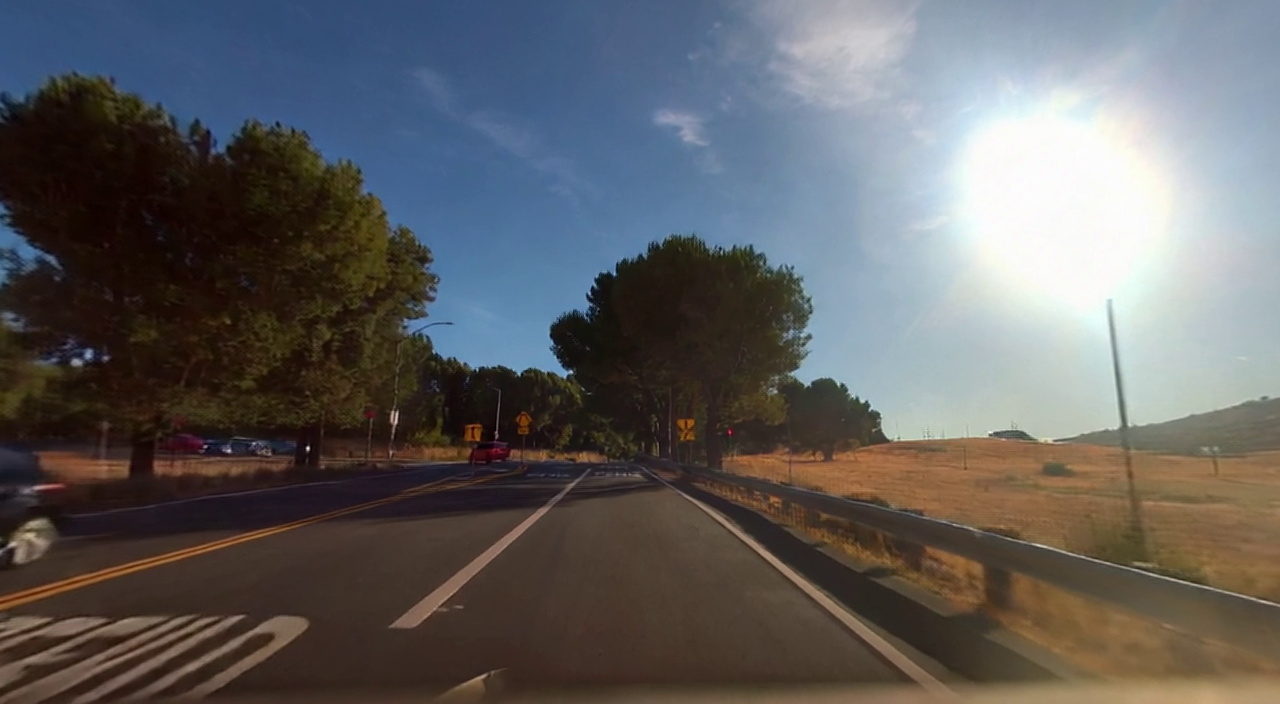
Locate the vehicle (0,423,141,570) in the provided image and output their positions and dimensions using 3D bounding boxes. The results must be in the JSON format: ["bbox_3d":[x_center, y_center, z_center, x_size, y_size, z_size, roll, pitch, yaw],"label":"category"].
[{"bbox_3d":[-8.017,1.526,6.508,2.129,1.590,4.616,0,-9,-4],"label":"vehicle"}]
